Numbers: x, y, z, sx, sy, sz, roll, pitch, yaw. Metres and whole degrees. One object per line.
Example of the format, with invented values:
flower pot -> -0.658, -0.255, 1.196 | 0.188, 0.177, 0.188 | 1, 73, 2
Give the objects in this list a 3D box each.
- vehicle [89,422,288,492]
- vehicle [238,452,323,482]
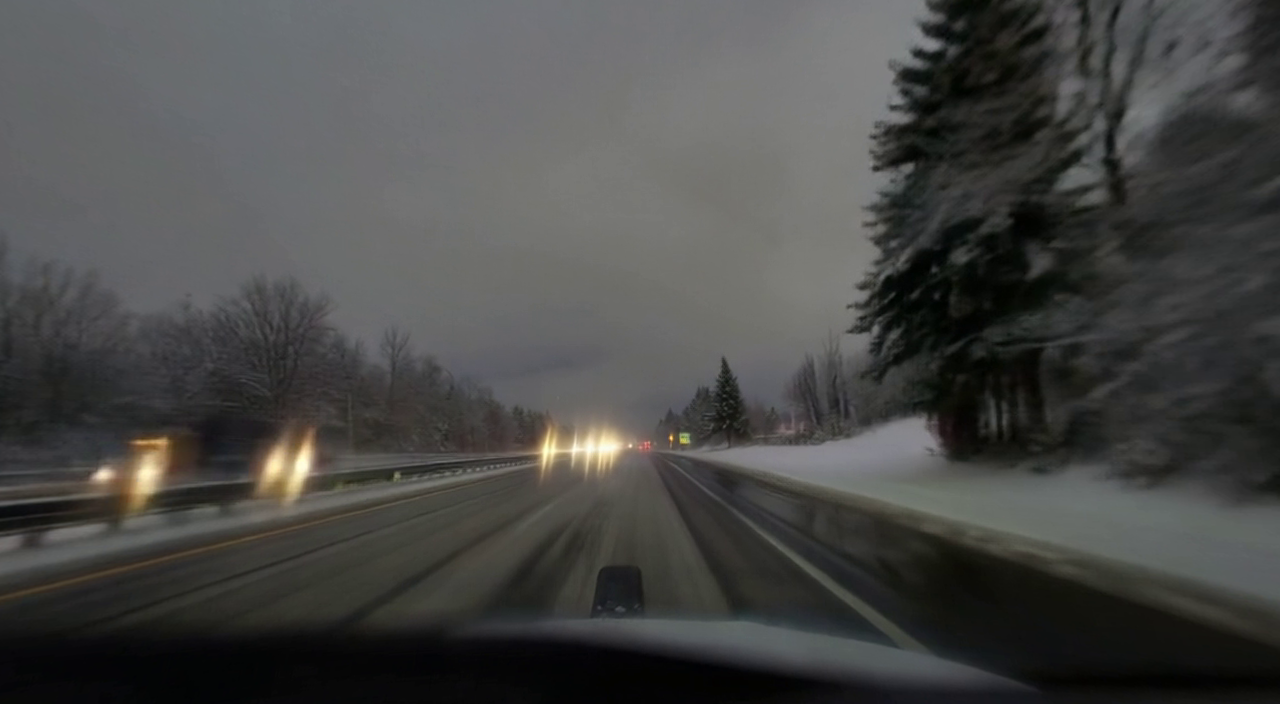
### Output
vehicle -> -23.305, 5.540, 33.666 | 2.969, 3.150, 10.176 | 0, -9, 1
vehicle -> -19.698, 6.293, 34.752 | 1.974, 1.481, 4.441 | 0, -9, 2
